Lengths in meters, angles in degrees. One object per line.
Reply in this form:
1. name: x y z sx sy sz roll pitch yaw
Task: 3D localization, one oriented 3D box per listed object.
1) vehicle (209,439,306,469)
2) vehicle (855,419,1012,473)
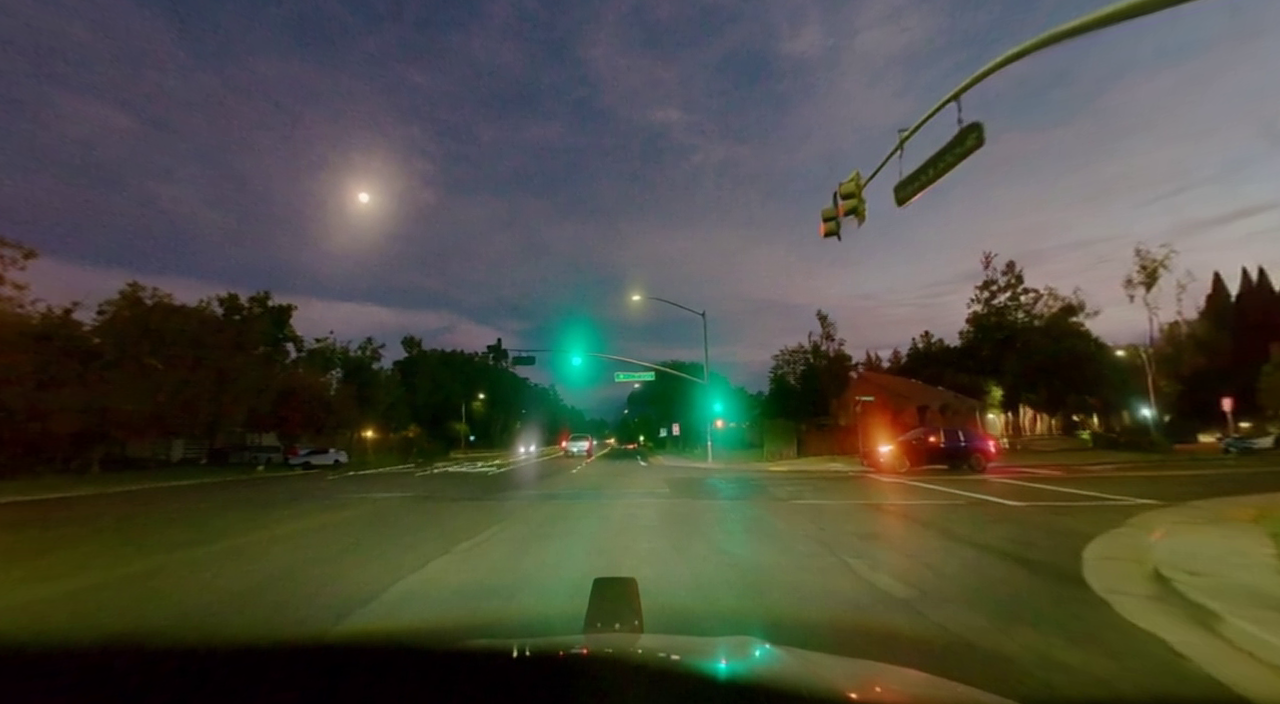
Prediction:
1. vehicle: -23.876 6.381 39.529 4.772 1.745 2.058 -1 -8 4
2. vehicle: 10.217 3.298 22.282 4.500 1.761 1.975 0 -8 -1
